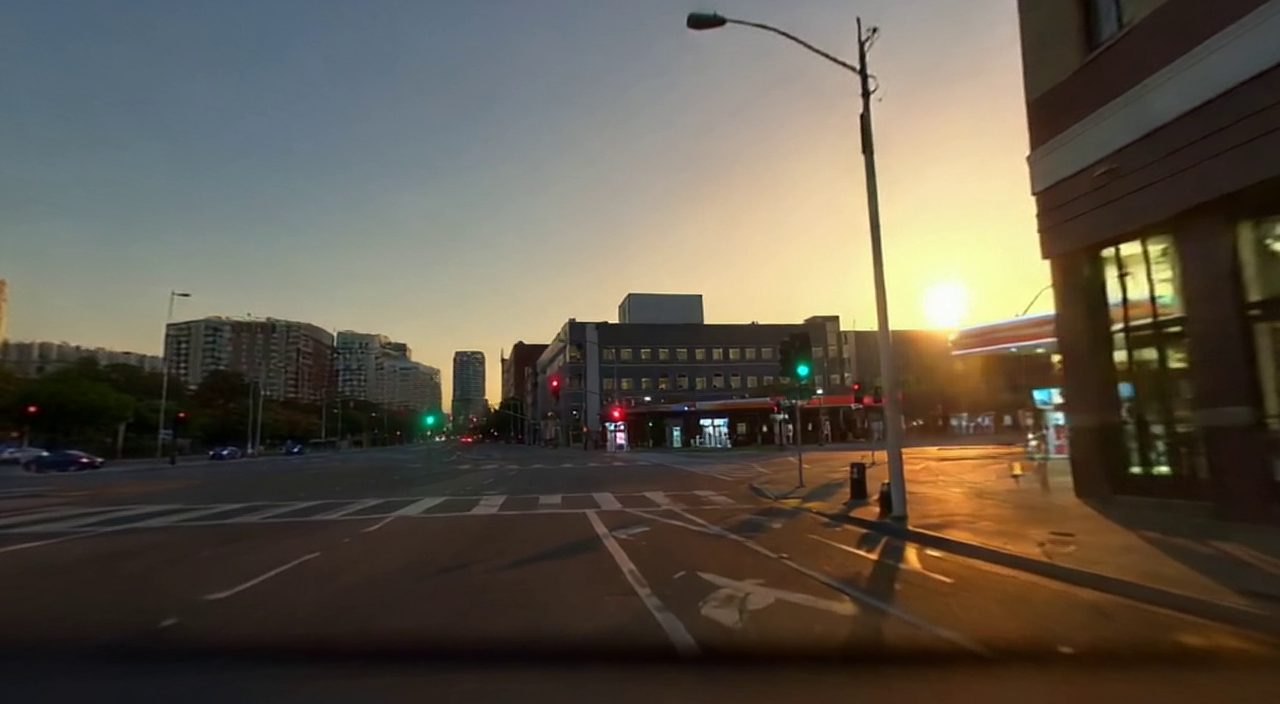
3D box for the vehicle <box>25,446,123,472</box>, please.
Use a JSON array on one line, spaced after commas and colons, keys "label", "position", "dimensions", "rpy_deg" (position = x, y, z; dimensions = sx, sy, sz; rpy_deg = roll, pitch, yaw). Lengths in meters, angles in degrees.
[{"label": "vehicle", "position": [-43.660, 8.238, 48.813], "dimensions": [2.013, 1.811, 5.508], "rpy_deg": [-1, -8, 8]}]
